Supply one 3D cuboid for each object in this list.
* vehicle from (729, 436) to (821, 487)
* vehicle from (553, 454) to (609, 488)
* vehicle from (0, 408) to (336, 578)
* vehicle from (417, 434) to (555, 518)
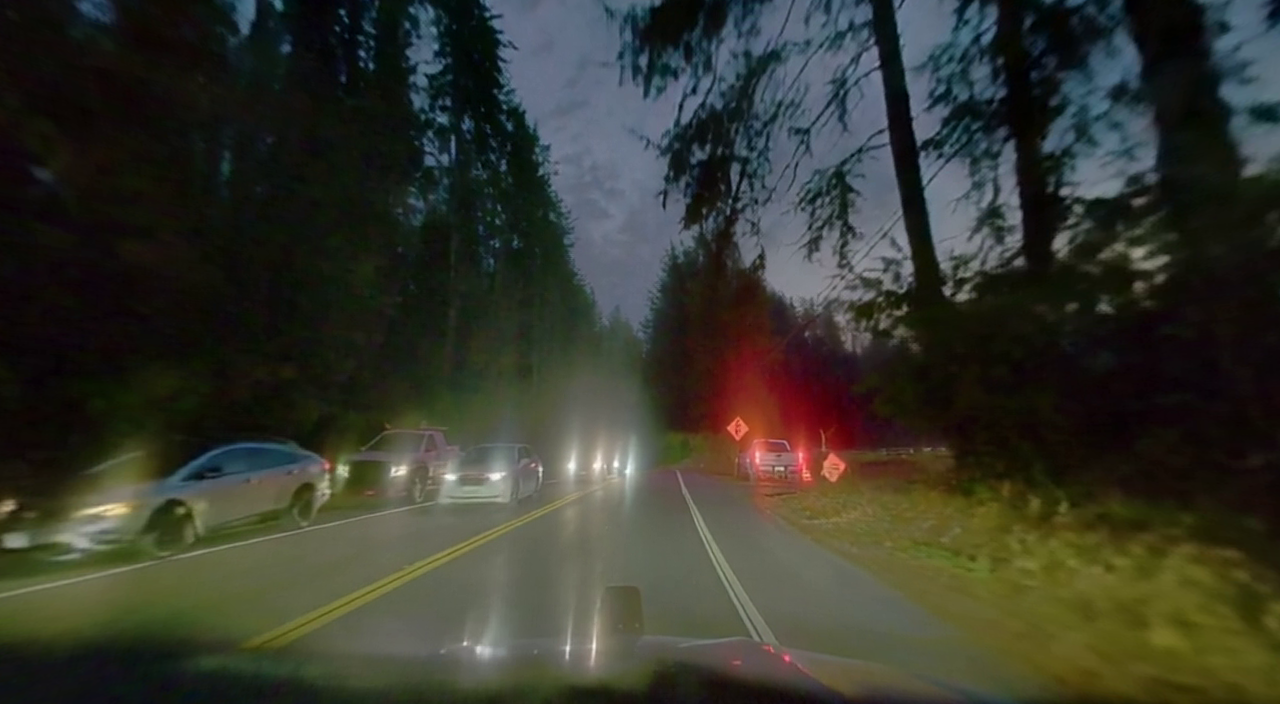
[{"bbox_3d":[5.964,4.951,29.052,2.845,2.053,6.457,0,-8,0],"label":"vehicle"},{"bbox_3d":[-2.648,5.478,29.331,1.981,1.410,4.162,-1,-9,4],"label":"vehicle"},{"bbox_3d":[-7.635,2.060,10.315,2.266,1.944,5.854,0,-8,2],"label":"vehicle"},{"bbox_3d":[-3.716,3.084,16.339,2.177,1.803,4.690,0,-8,3],"label":"vehicle"}]
